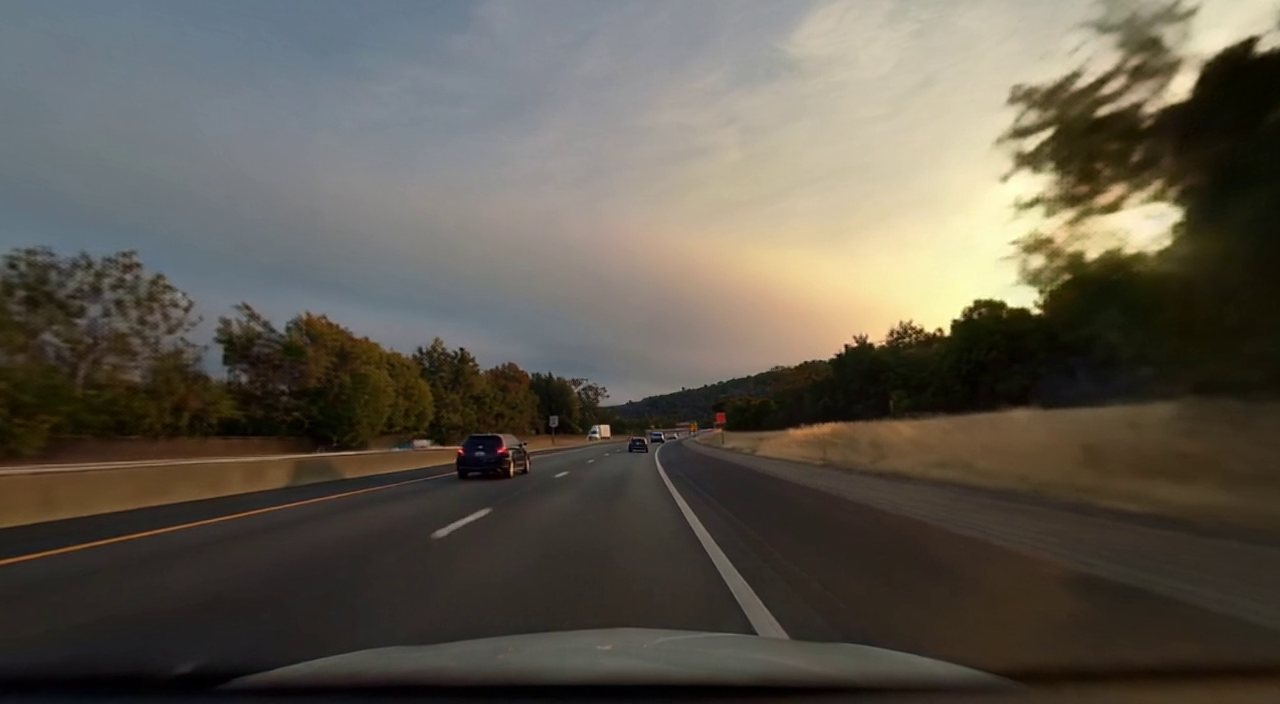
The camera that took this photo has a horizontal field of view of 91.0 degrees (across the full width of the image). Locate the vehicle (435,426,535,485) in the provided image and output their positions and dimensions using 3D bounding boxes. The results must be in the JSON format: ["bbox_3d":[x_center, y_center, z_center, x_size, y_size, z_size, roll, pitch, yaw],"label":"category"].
[{"bbox_3d":[-4.795,3.264,20.206,2.075,1.653,4.317,0,-8,0],"label":"vehicle"}]

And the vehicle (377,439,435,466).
[{"bbox_3d":[-13.415,5.756,36.364,1.843,1.442,3.840,-1,-8,1],"label":"vehicle"}]

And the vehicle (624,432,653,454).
[{"bbox_3d":[-0.108,7.029,48.553,2.146,1.636,4.026,0,-8,-1],"label":"vehicle"}]
